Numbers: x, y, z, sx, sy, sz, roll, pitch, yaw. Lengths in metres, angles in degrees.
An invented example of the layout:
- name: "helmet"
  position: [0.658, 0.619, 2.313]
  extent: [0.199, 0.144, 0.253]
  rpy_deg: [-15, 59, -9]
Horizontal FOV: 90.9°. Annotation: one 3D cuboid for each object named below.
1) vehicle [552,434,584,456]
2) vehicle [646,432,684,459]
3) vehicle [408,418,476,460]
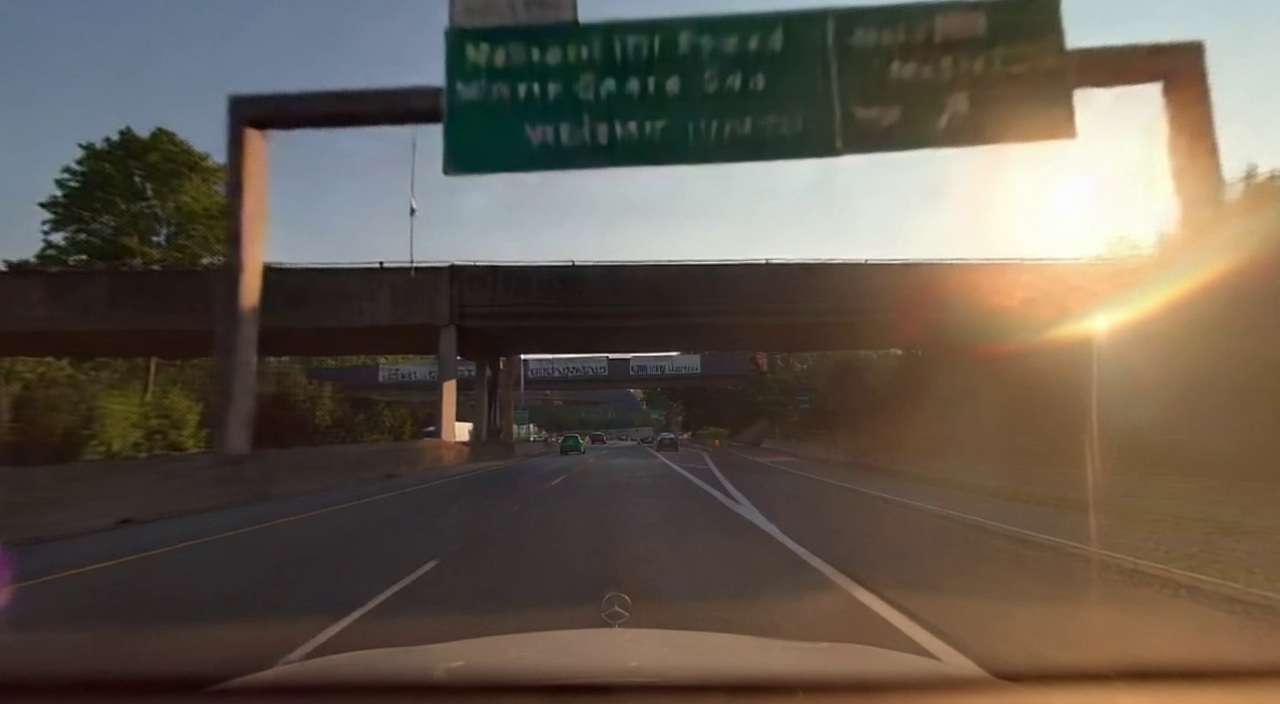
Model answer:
- name: "vehicle"
  position: [-5.215, 6.816, 46.233]
  extent: [1.959, 1.514, 3.668]
  rpy_deg: [0, -8, -1]
- name: "vehicle"
  position: [1.460, 5.613, 37.988]
  extent: [2.139, 1.561, 4.060]
  rpy_deg: [0, -8, 1]
- name: "vehicle"
  position: [-14.194, 6.319, 45.835]
  extent: [2.681, 2.726, 7.445]
  rpy_deg: [0, -8, -2]
